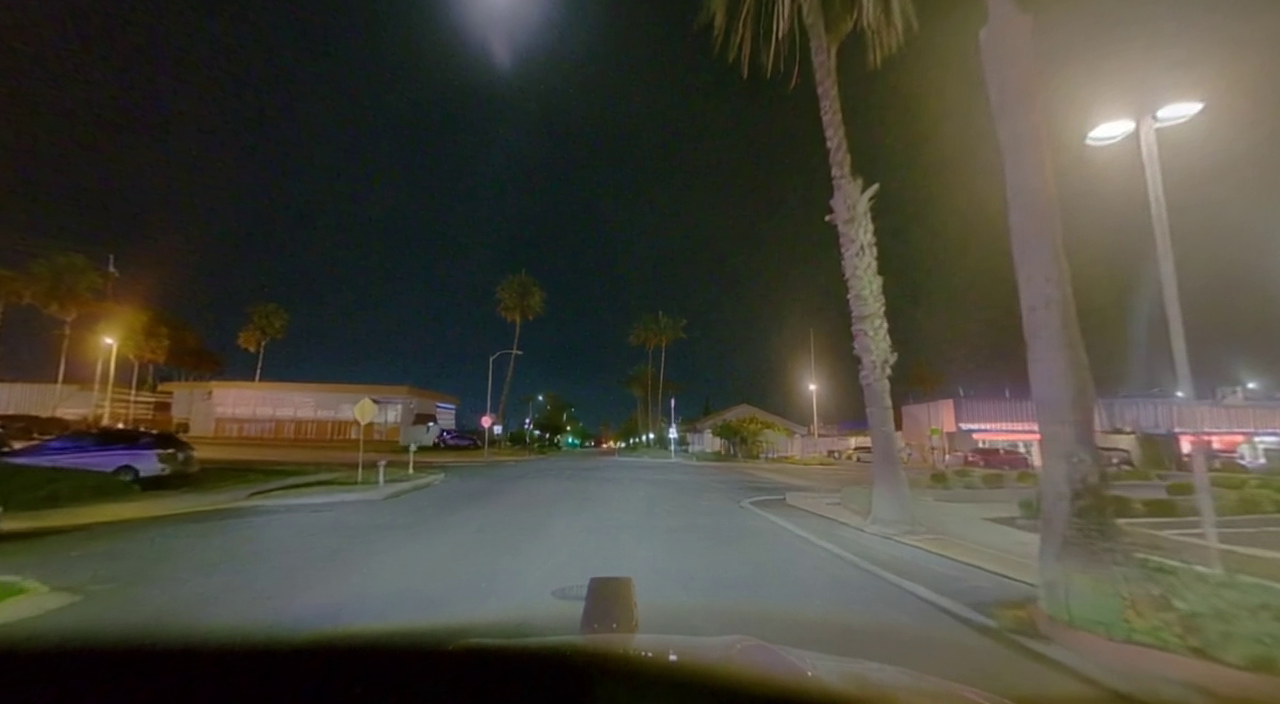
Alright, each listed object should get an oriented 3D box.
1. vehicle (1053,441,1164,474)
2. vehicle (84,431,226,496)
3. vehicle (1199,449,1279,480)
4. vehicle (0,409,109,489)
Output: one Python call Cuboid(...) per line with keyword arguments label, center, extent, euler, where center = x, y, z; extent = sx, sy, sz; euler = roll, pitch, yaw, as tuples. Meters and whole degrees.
Cuboid(label="vehicle", center=(27.437, 6.190, 37.109), extent=(4.839, 1.845, 2.037), euler=(0, -9, -2))
Cuboid(label="vehicle", center=(-12.806, 2.943, 17.042), extent=(1.860, 1.485, 4.641), euler=(4, -10, -23))
Cuboid(label="vehicle", center=(36.587, 6.723, 37.919), extent=(4.241, 1.743, 2.016), euler=(1, -9, -5))
Cuboid(label="vehicle", center=(-15.846, 2.510, 16.598), extent=(2.002, 1.809, 4.772), euler=(4, -9, -30))
